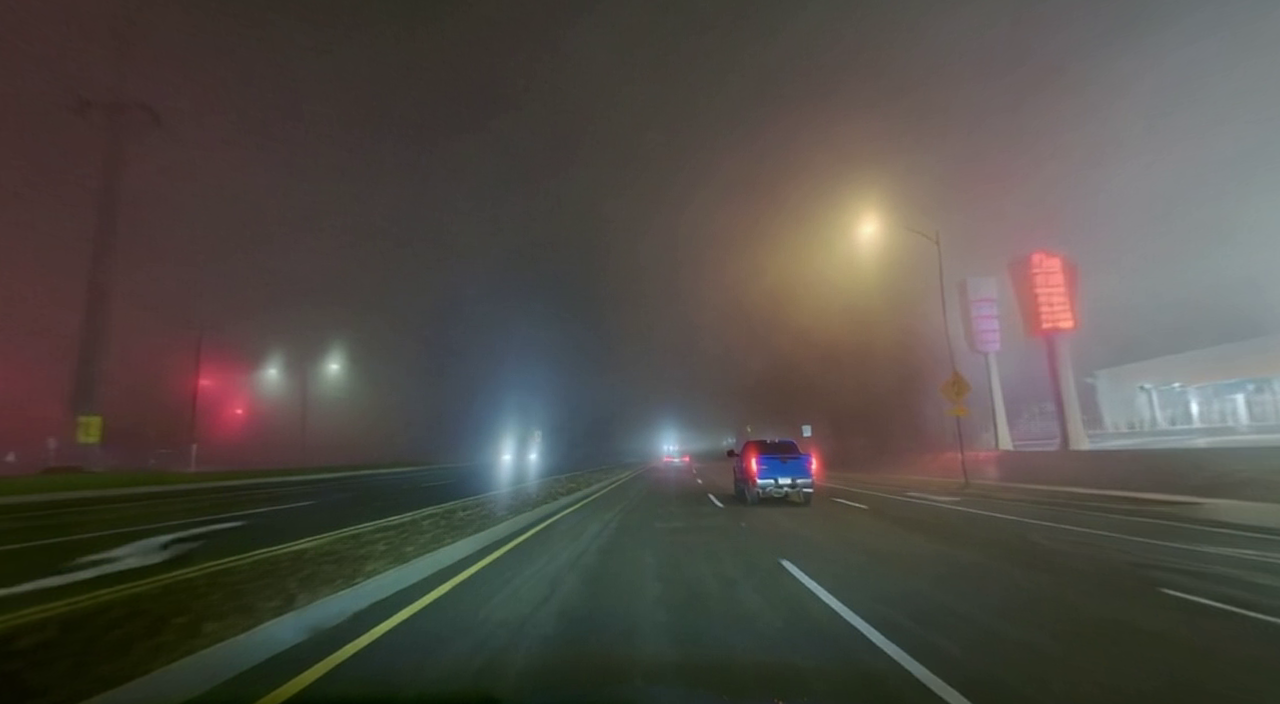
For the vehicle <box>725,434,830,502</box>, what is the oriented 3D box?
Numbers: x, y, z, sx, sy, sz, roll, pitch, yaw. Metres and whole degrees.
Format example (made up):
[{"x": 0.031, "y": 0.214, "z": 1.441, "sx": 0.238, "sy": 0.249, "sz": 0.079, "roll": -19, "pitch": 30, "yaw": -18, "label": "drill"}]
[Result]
[{"x": 4.313, "y": 3.748, "z": 20.871, "sx": 2.367, "sy": 1.919, "sz": 5.651, "roll": 0, "pitch": -9, "yaw": 2, "label": "vehicle"}]

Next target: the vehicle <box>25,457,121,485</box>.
[{"x": -32.802, "y": 6.866, "z": 36.488, "sx": 3.963, "sy": 1.494, "sz": 1.802, "roll": -1, "pitch": -9, "yaw": 6, "label": "vehicle"}]

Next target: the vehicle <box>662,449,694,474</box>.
[{"x": 2.555, "y": 7.167, "z": 41.594, "sx": 1.968, "sy": 1.521, "sz": 4.262, "roll": 0, "pitch": -9, "yaw": 5, "label": "vehicle"}]
